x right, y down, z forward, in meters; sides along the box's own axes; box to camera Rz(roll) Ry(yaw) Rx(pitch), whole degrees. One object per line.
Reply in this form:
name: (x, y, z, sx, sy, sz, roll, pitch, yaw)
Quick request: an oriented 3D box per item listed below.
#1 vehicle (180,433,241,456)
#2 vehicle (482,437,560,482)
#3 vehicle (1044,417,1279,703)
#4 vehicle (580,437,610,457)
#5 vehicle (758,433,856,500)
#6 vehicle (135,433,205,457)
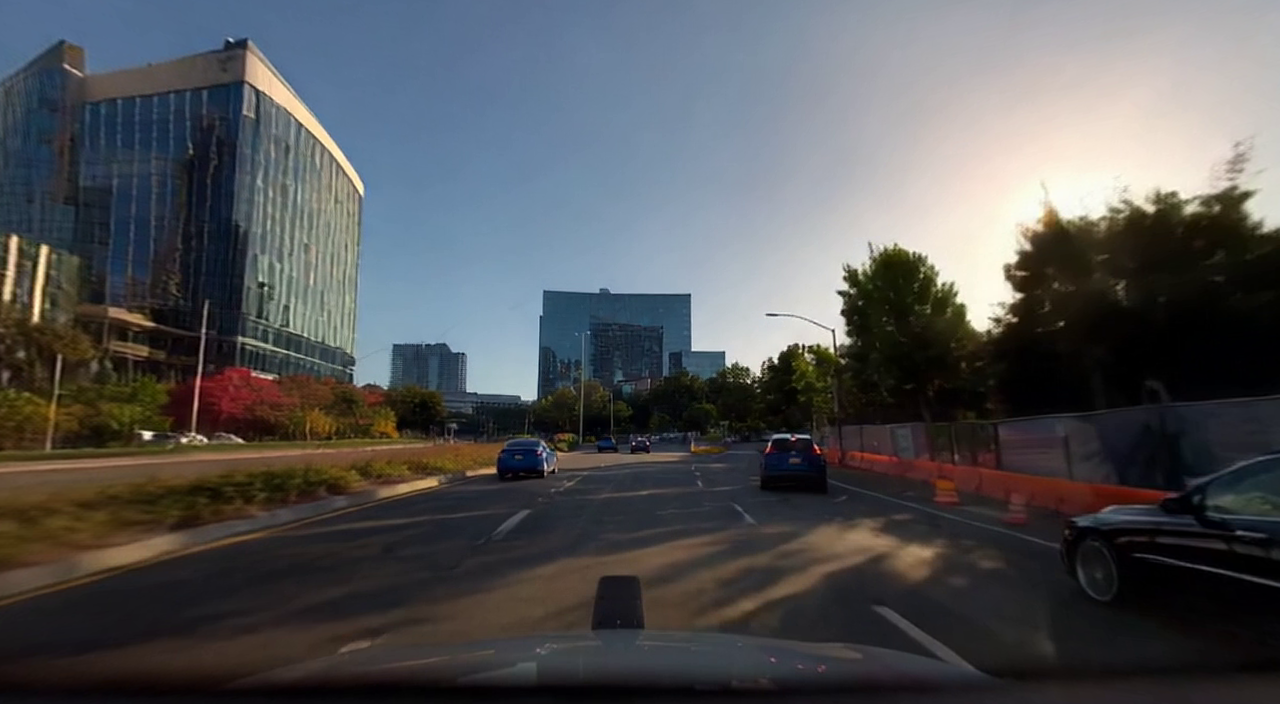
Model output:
vehicle: (-31.083, 6.706, 45.650, 1.681, 1.575, 3.449, -1, -8, 7)
vehicle: (-4.025, 3.658, 21.953, 1.848, 1.406, 4.013, 0, -8, 2)
vehicle: (4.046, 1.040, 2.929, 1.784, 1.471, 3.935, 0, -8, 2)
vehicle: (-3.533, 7.512, 49.961, 1.888, 1.486, 4.310, 0, -8, 2)
vehicle: (4.091, 2.814, 15.990, 1.913, 1.499, 3.581, -1, -8, 7)
vehicle: (-33.787, 6.686, 45.372, 1.806, 1.653, 3.792, -1, -8, 8)
